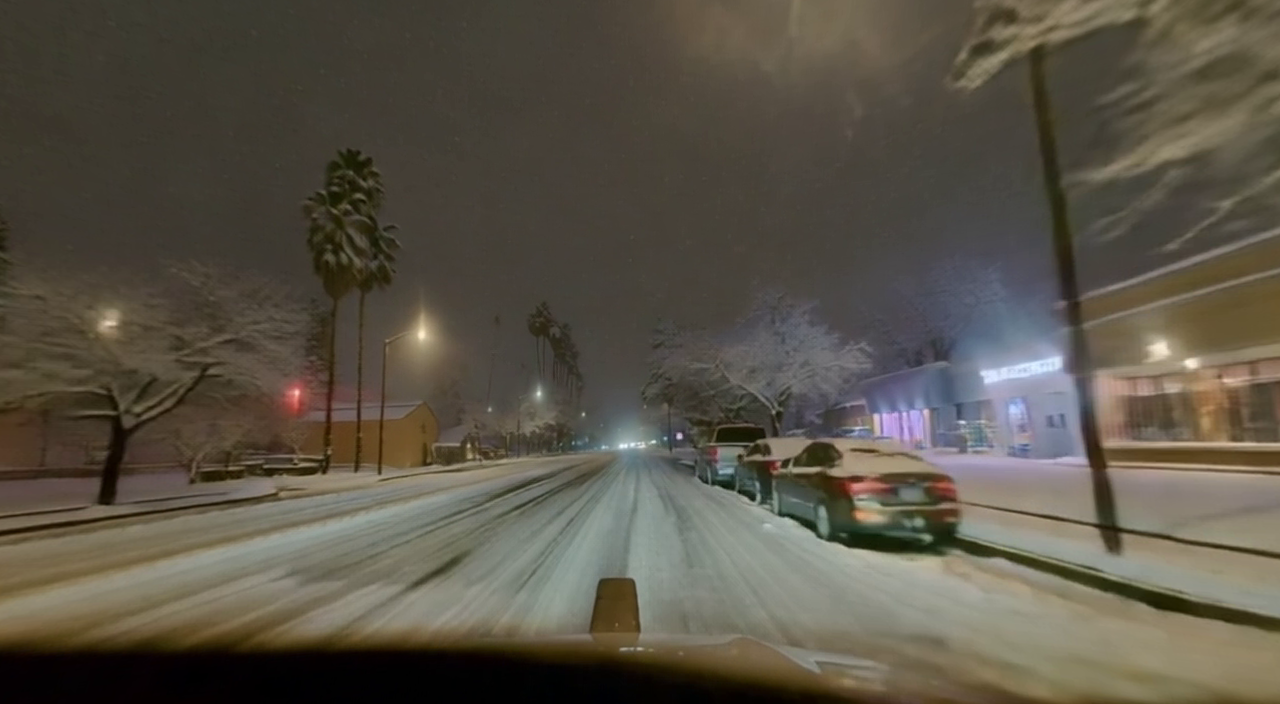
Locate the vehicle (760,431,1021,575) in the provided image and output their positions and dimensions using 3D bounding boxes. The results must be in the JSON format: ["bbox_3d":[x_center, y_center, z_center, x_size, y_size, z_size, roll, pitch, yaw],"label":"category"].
[{"bbox_3d":[3.245,2.052,9.411,2.046,1.588,4.508,0,-9,0],"label":"vehicle"}]
